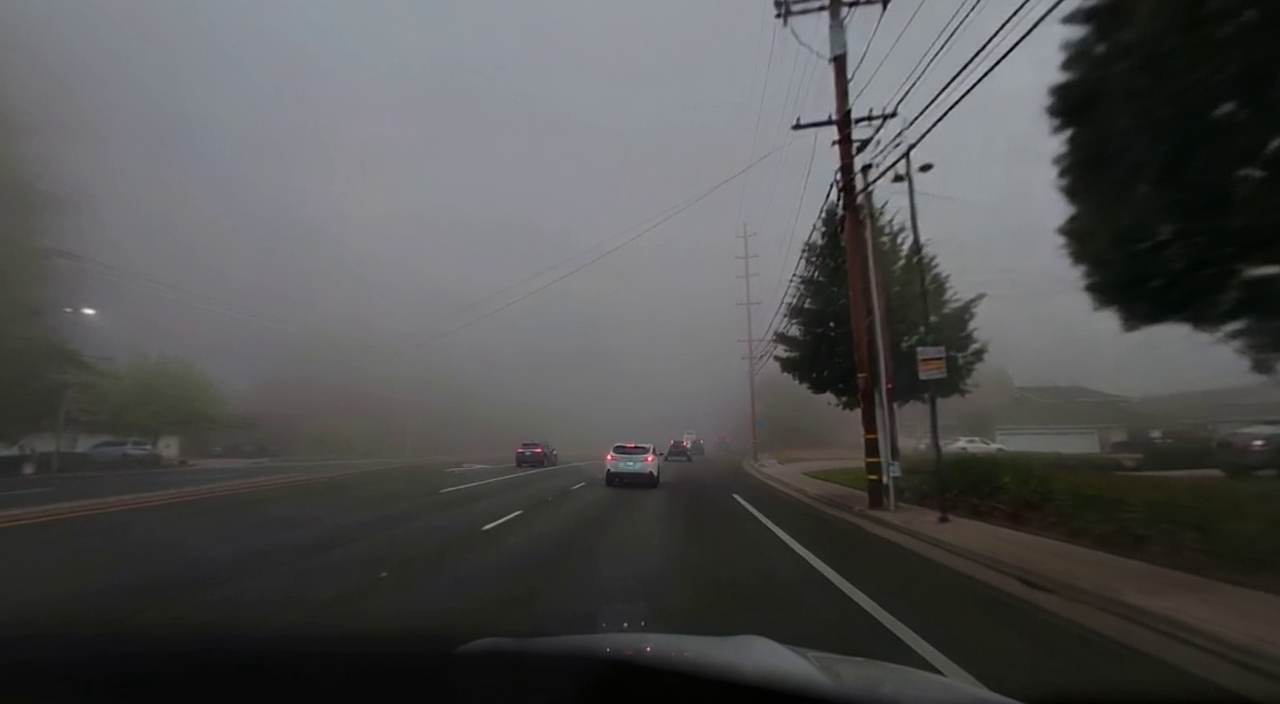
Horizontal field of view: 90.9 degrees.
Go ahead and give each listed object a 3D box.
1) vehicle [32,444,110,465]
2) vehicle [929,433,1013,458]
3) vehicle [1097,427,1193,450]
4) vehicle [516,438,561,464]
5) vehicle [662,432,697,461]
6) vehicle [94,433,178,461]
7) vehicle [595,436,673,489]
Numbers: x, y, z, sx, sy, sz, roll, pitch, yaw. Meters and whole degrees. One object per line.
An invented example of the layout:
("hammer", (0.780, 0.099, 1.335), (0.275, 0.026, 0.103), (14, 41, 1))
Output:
("vehicle", (-38.734, 6.981, 43.020), (1.552, 1.384, 3.896), (-1, -9, 3))
("vehicle", (22.550, 6.428, 43.146), (4.674, 1.500, 1.889), (1, -9, 9))
("vehicle", (34.514, 5.938, 43.167), (4.628, 1.467, 1.923), (-2, -8, 14))
("vehicle", (-6.338, 6.248, 39.852), (1.983, 1.485, 4.159), (-1, -9, 3))
("vehicle", (2.920, 6.896, 45.960), (2.158, 1.939, 4.935), (-2, -9, 8))
("vehicle", (-32.899, 6.262, 41.334), (1.857, 1.580, 4.336), (0, -11, 0))
("vehicle", (-0.075, 3.450, 19.990), (2.117, 1.474, 4.036), (-1, -9, 4))
